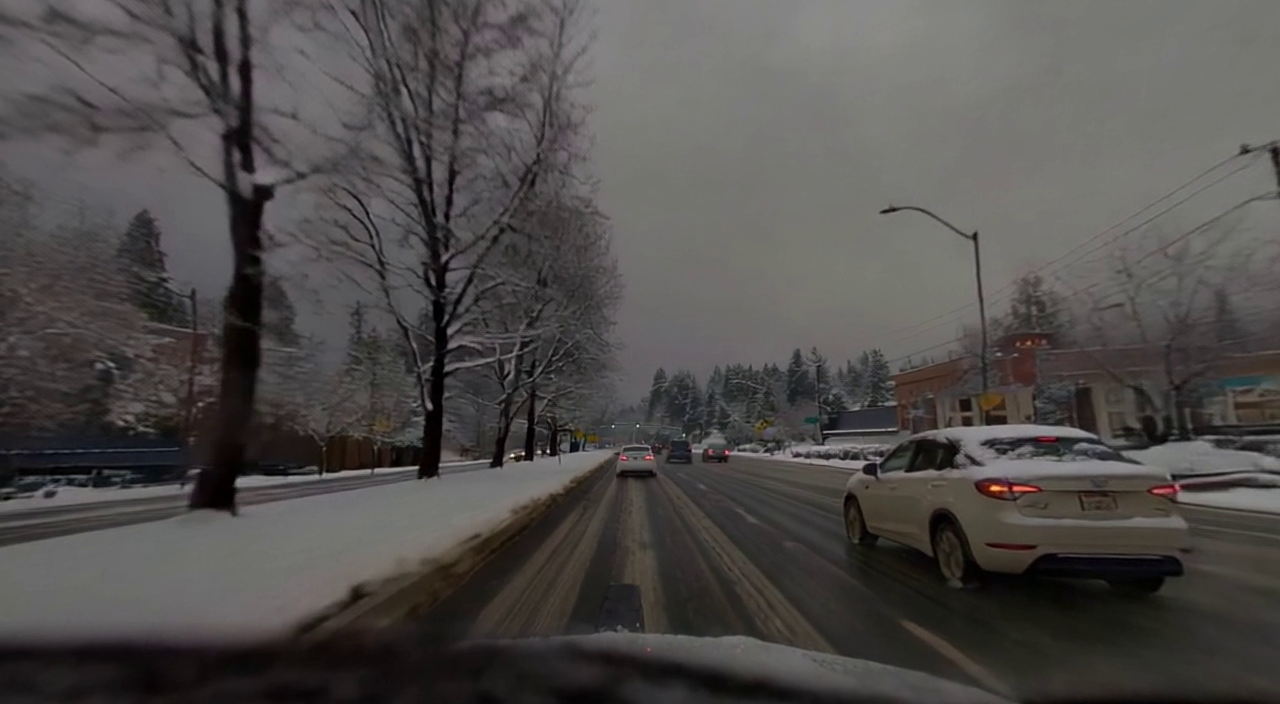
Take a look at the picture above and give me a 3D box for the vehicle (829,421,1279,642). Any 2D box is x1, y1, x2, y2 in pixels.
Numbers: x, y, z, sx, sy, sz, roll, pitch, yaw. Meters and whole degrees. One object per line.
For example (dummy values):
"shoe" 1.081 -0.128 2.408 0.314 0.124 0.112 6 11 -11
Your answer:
"vehicle" 3.712 1.547 6.528 2.094 1.480 4.323 0 -9 -1

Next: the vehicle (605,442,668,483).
"vehicle" -0.182 4.339 25.236 2.289 1.471 4.477 0 -8 -1

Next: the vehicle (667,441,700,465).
"vehicle" 3.310 7.761 48.827 2.188 1.760 4.297 0 -8 -1
